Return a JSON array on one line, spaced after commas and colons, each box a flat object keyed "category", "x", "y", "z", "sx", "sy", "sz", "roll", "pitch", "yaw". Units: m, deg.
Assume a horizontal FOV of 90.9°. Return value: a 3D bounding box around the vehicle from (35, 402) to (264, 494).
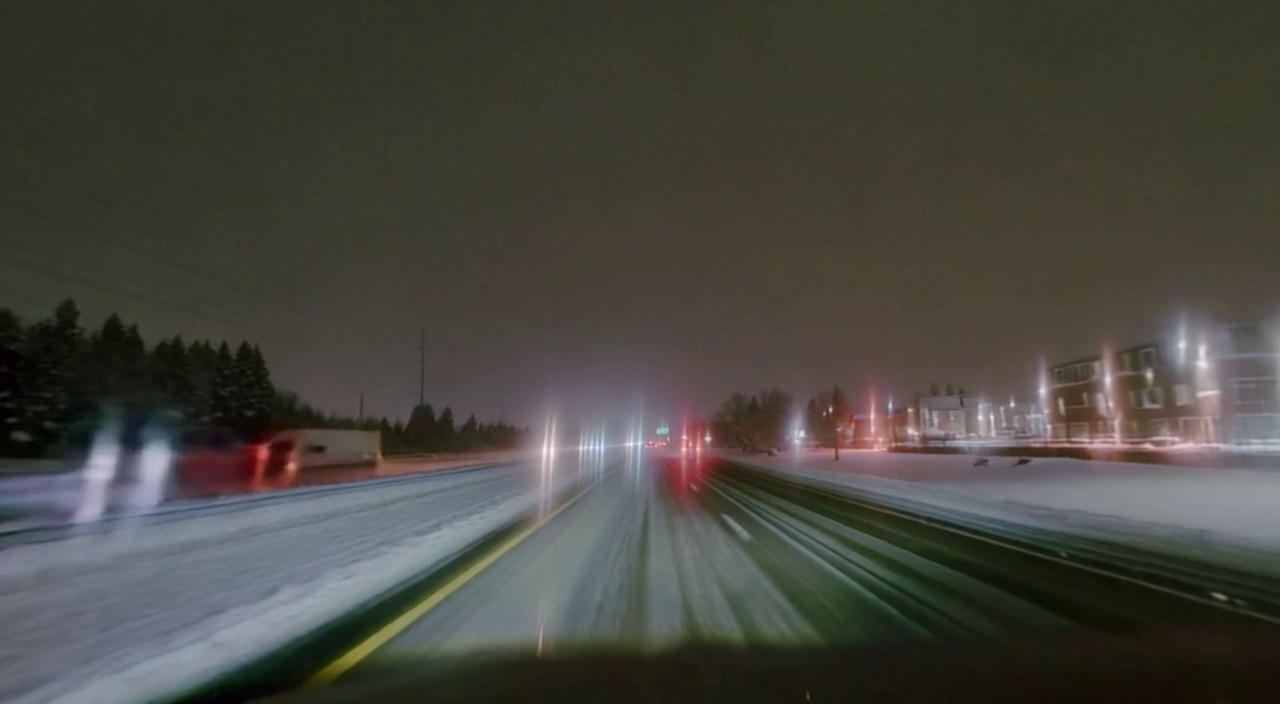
[{"category": "vehicle", "x": -19.725, "y": 3.953, "z": 26.306, "sx": 2.938, "sy": 3.241, "sz": 7.954, "roll": 0, "pitch": -8, "yaw": 1}]
